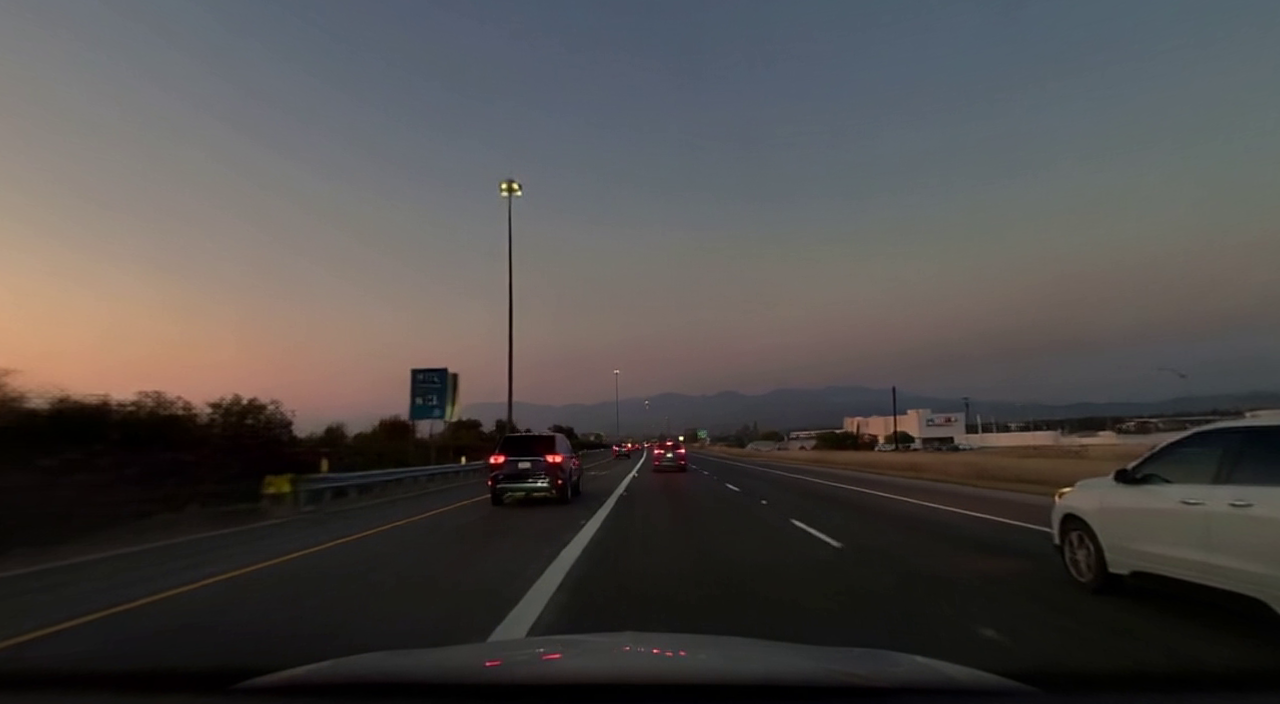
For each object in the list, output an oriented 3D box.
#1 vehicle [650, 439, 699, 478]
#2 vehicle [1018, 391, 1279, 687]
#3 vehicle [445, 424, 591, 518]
[{"bbox_3d":[1.448,4.685,28.032,2.000,1.558,3.945,0,-8,1],"label":"vehicle"},{"bbox_3d":[4.479,1.018,3.465,2.027,1.588,4.611,0,-8,2],"label":"vehicle"},{"bbox_3d":[-2.502,2.607,14.355,2.239,1.761,4.620,-1,-8,2],"label":"vehicle"}]
